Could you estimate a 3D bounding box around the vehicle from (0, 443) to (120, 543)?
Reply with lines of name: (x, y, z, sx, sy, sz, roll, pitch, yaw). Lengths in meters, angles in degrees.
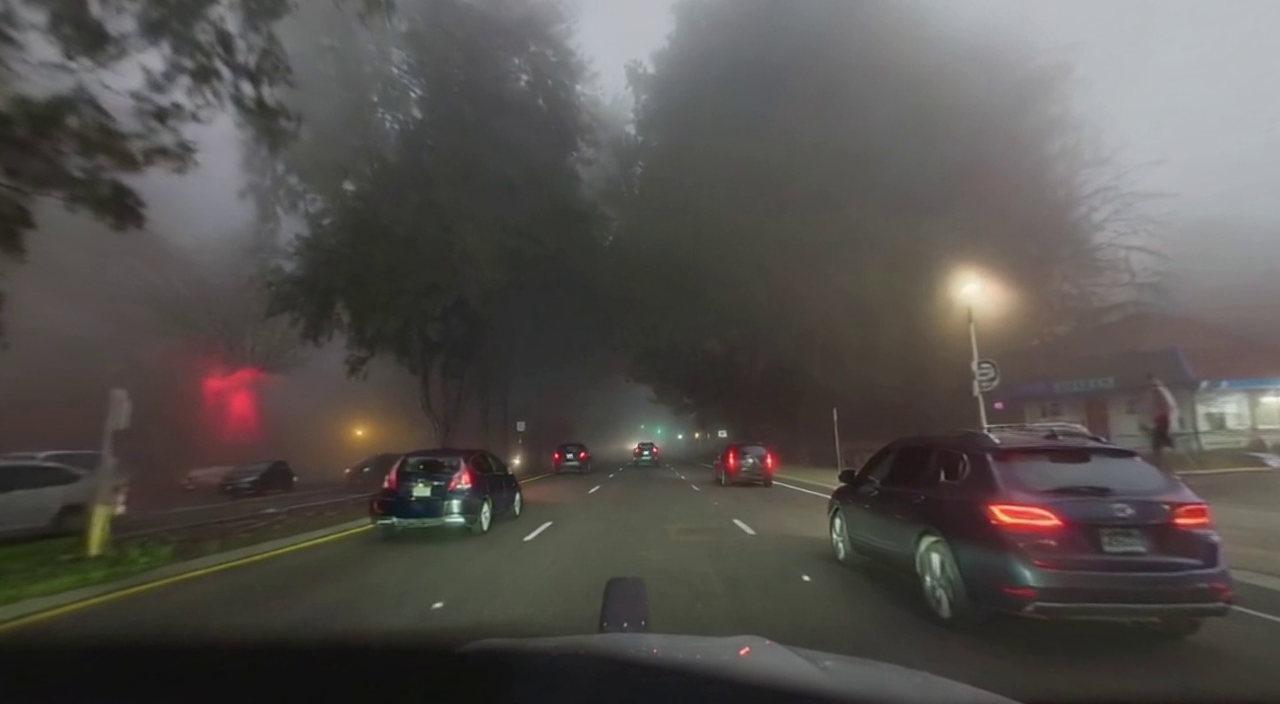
vehicle: (-11.986, 2.435, 10.930, 1.993, 1.696, 4.529, 0, -8, 1)

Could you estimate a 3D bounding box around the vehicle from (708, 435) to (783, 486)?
vehicle: (3.835, 4.042, 23.865, 1.980, 1.709, 4.813, 0, -8, 0)

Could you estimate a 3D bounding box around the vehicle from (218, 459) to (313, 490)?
vehicle: (-20.457, 6.695, 34.718, 2.223, 1.461, 4.721, 0, -8, 3)

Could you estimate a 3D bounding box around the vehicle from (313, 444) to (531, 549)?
vehicle: (-3.245, 2.226, 10.497, 2.013, 1.354, 4.393, 0, -8, 1)

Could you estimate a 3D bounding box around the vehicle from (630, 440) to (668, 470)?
vehicle: (0.532, 6.196, 38.021, 2.192, 1.674, 4.124, 0, -8, 0)

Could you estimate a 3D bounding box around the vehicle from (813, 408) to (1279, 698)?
vehicle: (3.140, 1.390, 5.648, 1.919, 1.502, 4.572, 0, -8, 1)

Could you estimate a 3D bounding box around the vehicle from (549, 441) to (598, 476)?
vehicle: (-3.323, 5.383, 32.121, 1.988, 1.645, 3.995, 0, -8, 1)
